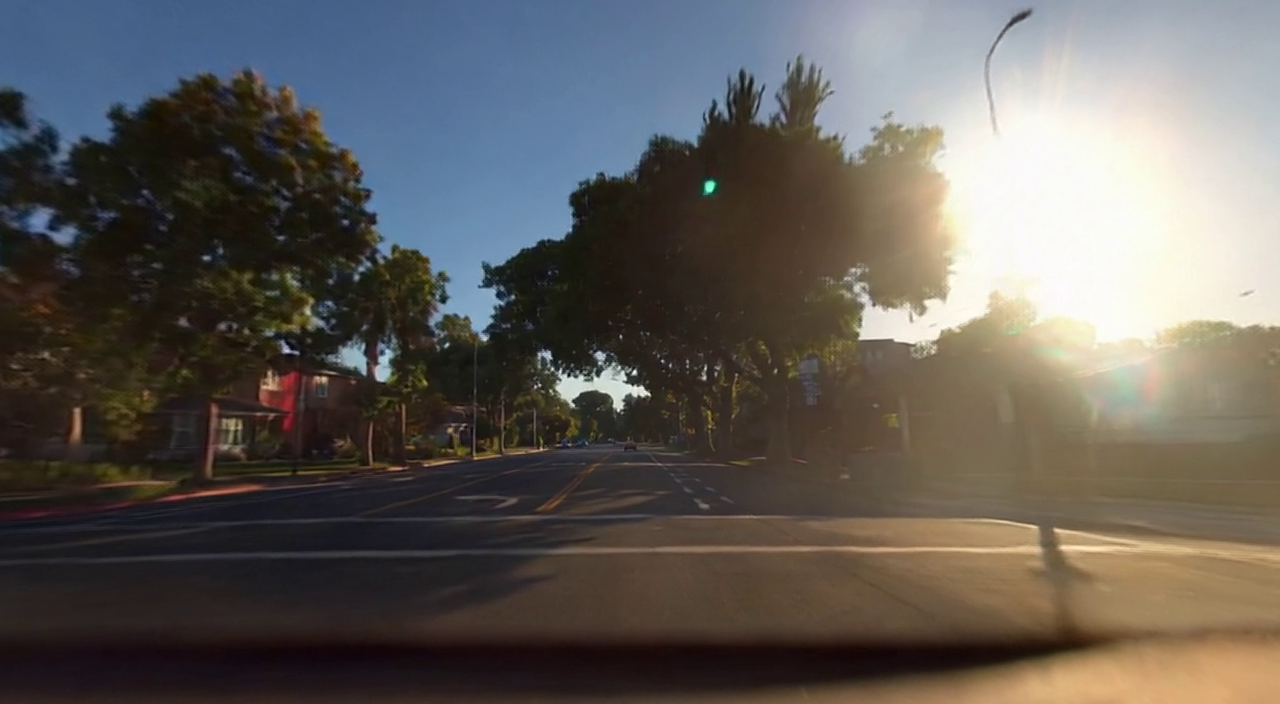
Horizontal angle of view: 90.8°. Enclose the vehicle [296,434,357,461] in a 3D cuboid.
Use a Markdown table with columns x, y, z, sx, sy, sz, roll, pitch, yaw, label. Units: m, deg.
| x | y | z | sx | sy | sz | roll | pitch | yaw | label |
| --- | --- | --- | --- | --- | --- | --- | --- | --- | --- |
| -23.824 | 7.257 | 48.300 | 2.192 | 1.901 | 5.889 | 1 | -8 | -7 | vehicle |
